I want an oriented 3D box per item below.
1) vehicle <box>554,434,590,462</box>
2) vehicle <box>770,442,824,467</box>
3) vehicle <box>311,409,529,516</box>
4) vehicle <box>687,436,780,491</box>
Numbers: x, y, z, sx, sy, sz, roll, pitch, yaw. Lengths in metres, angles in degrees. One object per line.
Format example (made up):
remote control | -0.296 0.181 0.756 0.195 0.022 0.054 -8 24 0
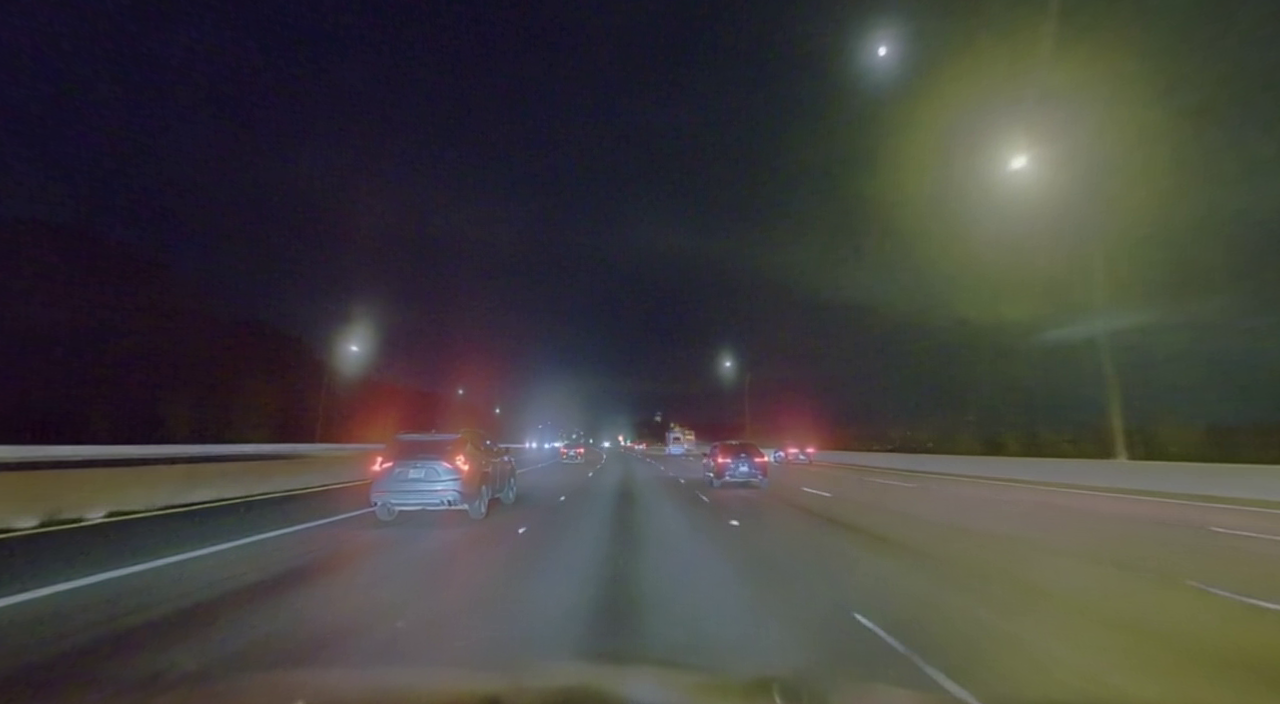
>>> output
vehicle | -4.734 6.791 44.661 2.149 1.843 4.348 2 -8 -2
vehicle | 10.030 6.532 40.597 2.105 1.496 4.393 0 -8 -3
vehicle | -4.353 2.356 13.965 2.684 1.839 5.803 0 -8 1
vehicle | 2.784 3.438 19.897 2.053 1.510 4.400 0 -8 -2
